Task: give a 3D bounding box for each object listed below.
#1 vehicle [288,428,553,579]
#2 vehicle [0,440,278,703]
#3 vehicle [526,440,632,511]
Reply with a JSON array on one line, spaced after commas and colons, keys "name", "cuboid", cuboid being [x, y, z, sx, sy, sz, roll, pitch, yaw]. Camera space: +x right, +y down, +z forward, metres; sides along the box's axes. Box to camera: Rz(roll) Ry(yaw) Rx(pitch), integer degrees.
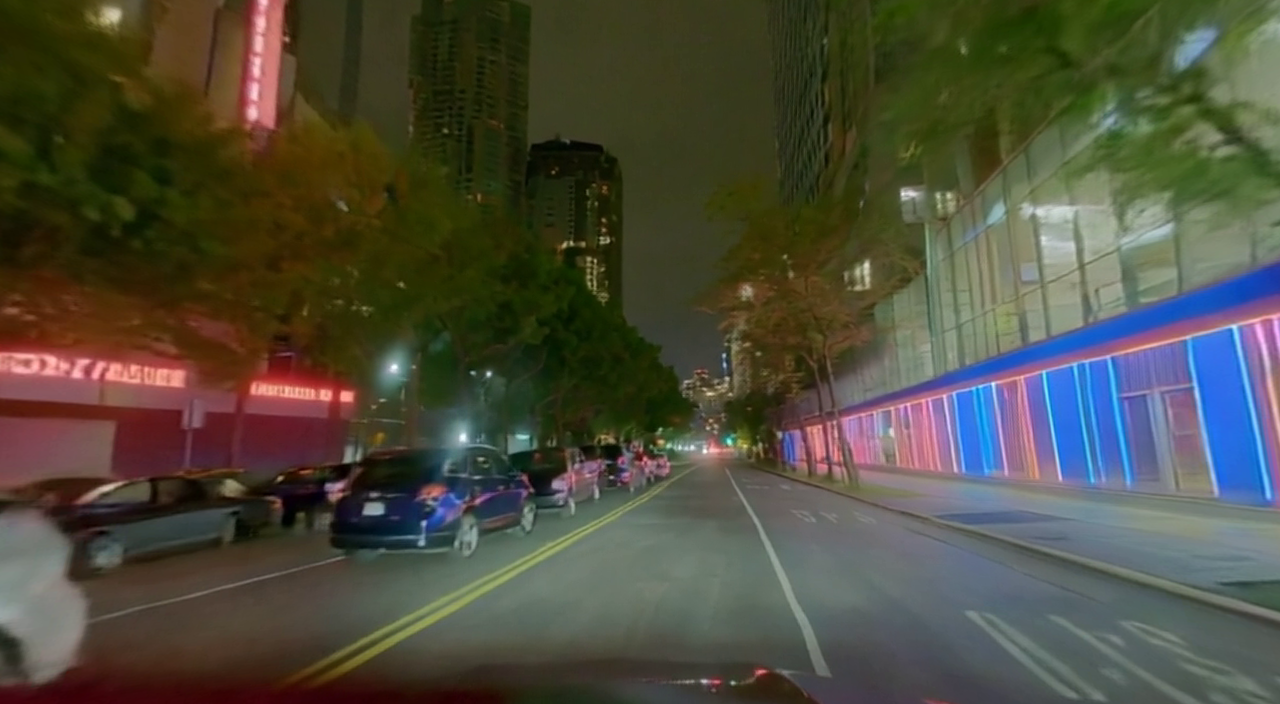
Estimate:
[{"name": "vehicle", "cuboid": [-3.057, 2.229, 10.144, 2.173, 1.814, 4.573, -1, -9, 7]}, {"name": "vehicle", "cuboid": [-3.973, 1.092, 2.235, 2.017, 1.558, 4.888, -1, -9, 8]}, {"name": "vehicle", "cuboid": [-1.666, 3.641, 19.136, 2.225, 1.848, 4.472, -1, -9, 8]}]
